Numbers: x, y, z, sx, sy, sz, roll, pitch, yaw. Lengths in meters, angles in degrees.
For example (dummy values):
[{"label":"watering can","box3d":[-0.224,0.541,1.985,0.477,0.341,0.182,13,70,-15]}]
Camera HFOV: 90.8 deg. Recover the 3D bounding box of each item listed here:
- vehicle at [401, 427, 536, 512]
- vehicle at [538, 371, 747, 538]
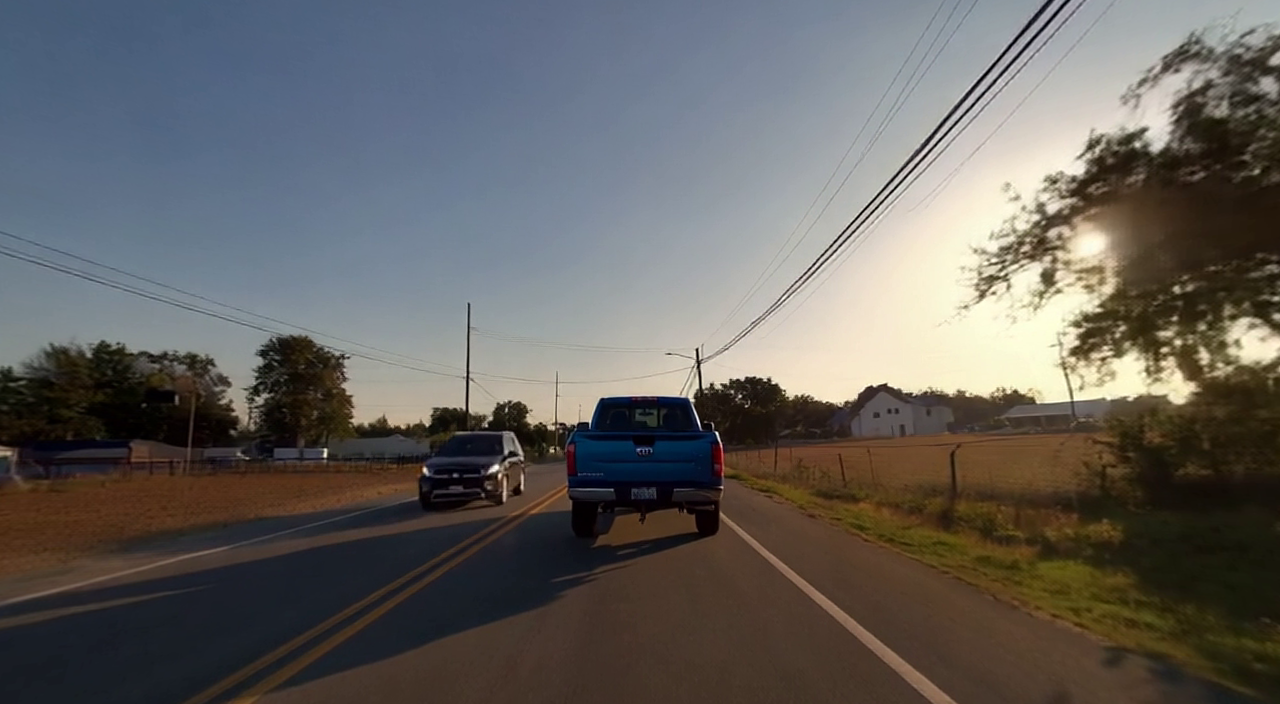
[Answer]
[{"label":"vehicle","box3d":[-3.910,2.765,15.291,2.051,1.735,4.259,0,-8,0]},{"label":"vehicle","box3d":[-0.049,1.966,12.547,2.912,2.320,7.292,0,-8,-1]}]
